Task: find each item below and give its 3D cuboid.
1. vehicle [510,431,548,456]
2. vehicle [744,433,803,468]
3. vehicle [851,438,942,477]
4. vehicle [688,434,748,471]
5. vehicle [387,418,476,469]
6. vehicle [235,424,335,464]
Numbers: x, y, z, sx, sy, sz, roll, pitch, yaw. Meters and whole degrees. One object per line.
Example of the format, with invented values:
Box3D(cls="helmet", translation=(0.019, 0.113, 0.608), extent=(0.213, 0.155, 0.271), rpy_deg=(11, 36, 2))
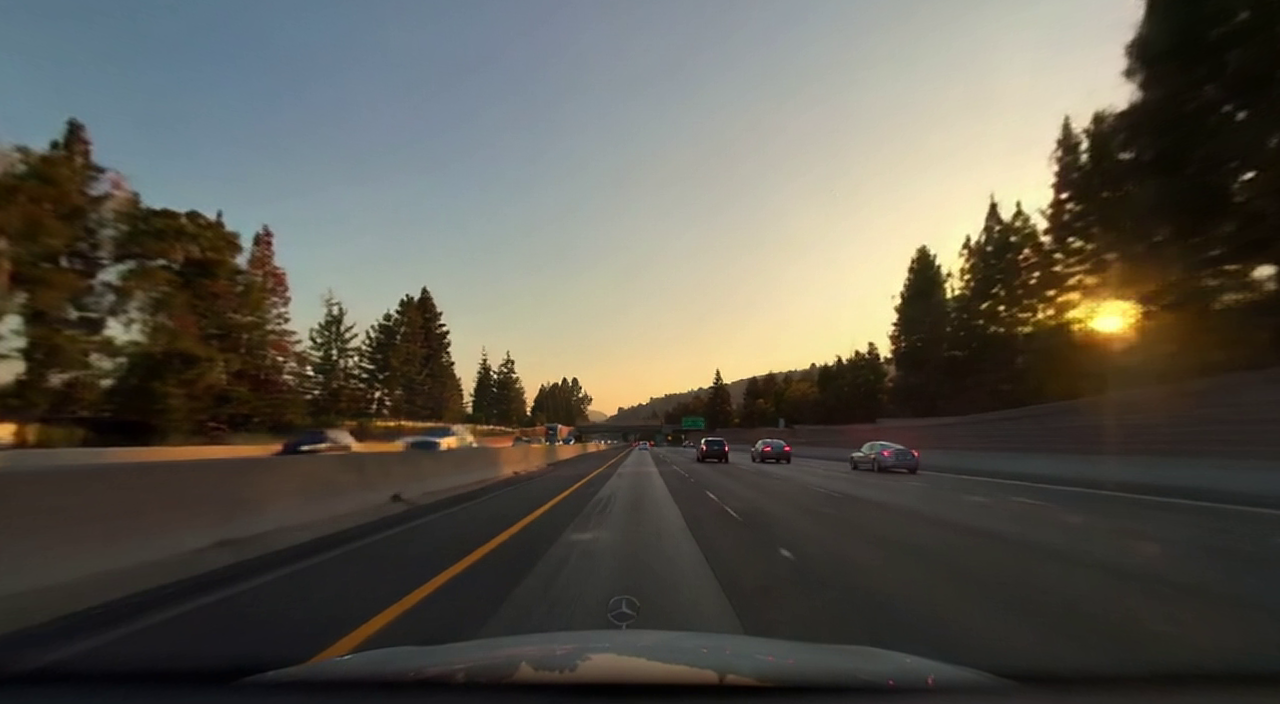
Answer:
Box3D(cls="vehicle", translation=(-6.351, 5.308, 36.516), extent=(1.511, 1.402, 3.426), rpy_deg=(0, -8, 1))
Box3D(cls="vehicle", translation=(7.248, 5.392, 34.670), extent=(2.178, 1.749, 4.570), rpy_deg=(0, -8, -1))
Box3D(cls="vehicle", translation=(10.638, 4.391, 26.553), extent=(1.970, 1.479, 4.480), rpy_deg=(0, -8, 0))
Box3D(cls="vehicle", translation=(3.671, 4.814, 30.478), extent=(2.326, 1.644, 4.206), rpy_deg=(0, -8, -1))
Box3D(cls="vehicle", translation=(-6.920, 3.088, 21.300), extent=(1.682, 1.546, 3.711), rpy_deg=(0, -8, 1))
Box3D(cls="vehicle", translation=(-13.923, 3.645, 24.995), extent=(1.799, 1.457, 3.669), rpy_deg=(0, -8, 1))
